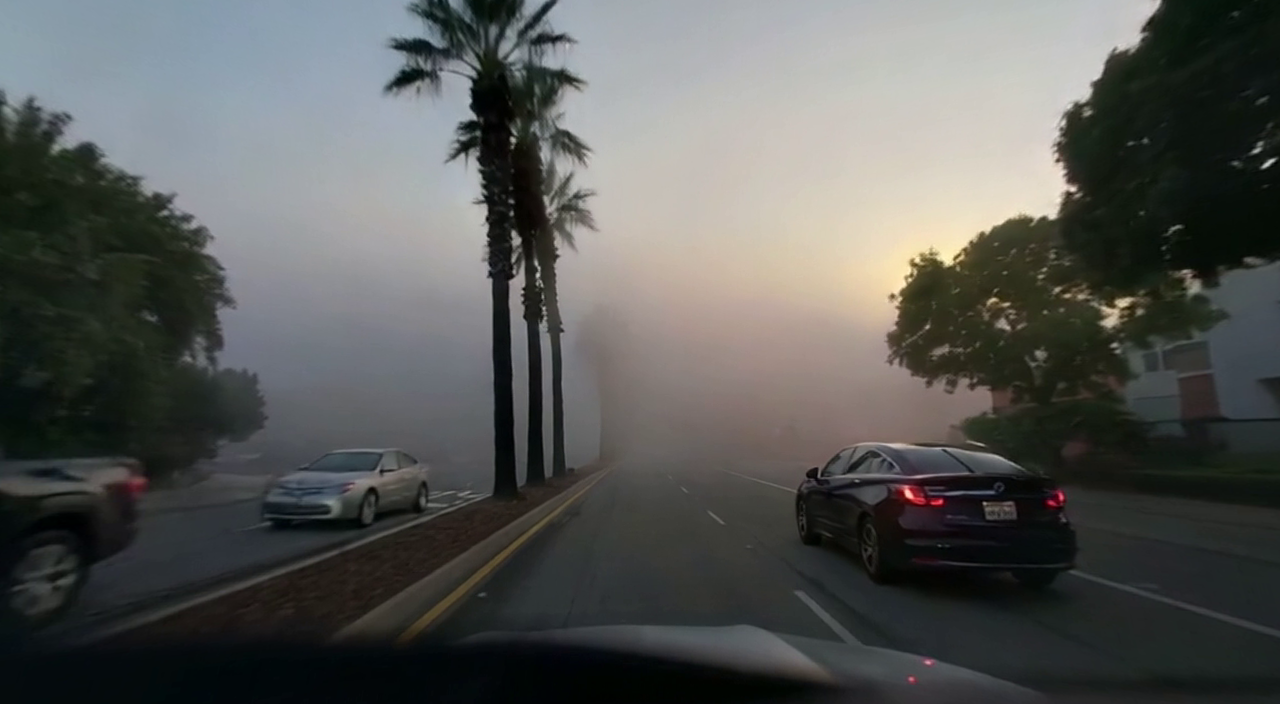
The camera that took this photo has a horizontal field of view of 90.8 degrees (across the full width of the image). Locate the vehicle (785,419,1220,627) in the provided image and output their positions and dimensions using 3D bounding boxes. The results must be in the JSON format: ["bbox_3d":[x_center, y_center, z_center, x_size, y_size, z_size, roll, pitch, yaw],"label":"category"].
[{"bbox_3d":[3.187,1.608,6.996,1.989,1.492,4.689,0,-9,-1],"label":"vehicle"}]

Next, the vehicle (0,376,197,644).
[{"bbox_3d":[-5.185,0.911,3.313,1.917,1.756,5.264,0,-9,-1],"label":"vehicle"}]

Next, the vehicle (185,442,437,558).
[{"bbox_3d":[-4.837,2.197,10.154,1.798,1.441,4.309,0,-9,-1],"label":"vehicle"}]
